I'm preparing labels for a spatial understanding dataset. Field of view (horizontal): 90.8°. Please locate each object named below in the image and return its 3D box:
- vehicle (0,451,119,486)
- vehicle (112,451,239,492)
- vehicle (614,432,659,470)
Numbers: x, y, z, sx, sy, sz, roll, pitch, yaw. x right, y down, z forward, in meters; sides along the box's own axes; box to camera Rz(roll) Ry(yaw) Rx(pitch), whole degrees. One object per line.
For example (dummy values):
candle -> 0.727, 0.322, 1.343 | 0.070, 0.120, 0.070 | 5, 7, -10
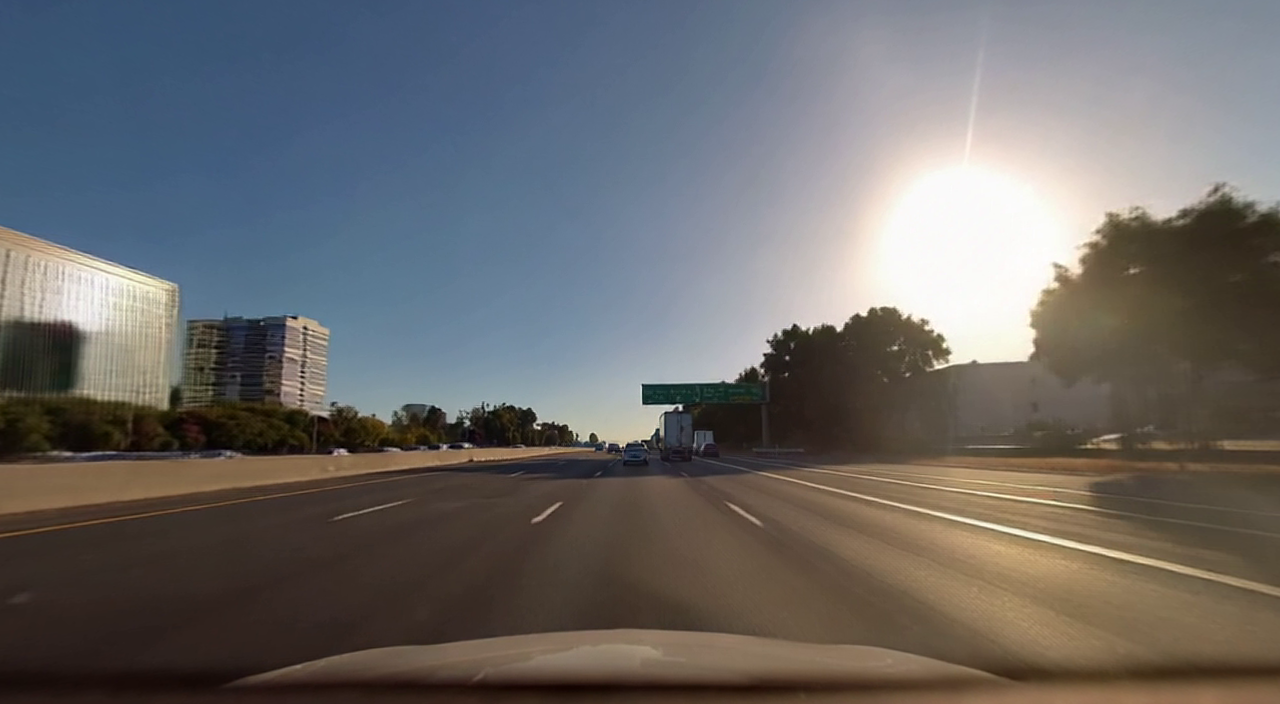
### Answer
vehicle -> -29.742, 5.958, 32.606 | 1.904, 1.592, 4.520 | 0, -8, -1
vehicle -> -18.400, 4.717, 25.309 | 1.898, 1.438, 4.179 | 0, -8, 1
vehicle -> -0.230, 5.414, 34.639 | 2.297, 1.912, 4.355 | 0, -8, -1
